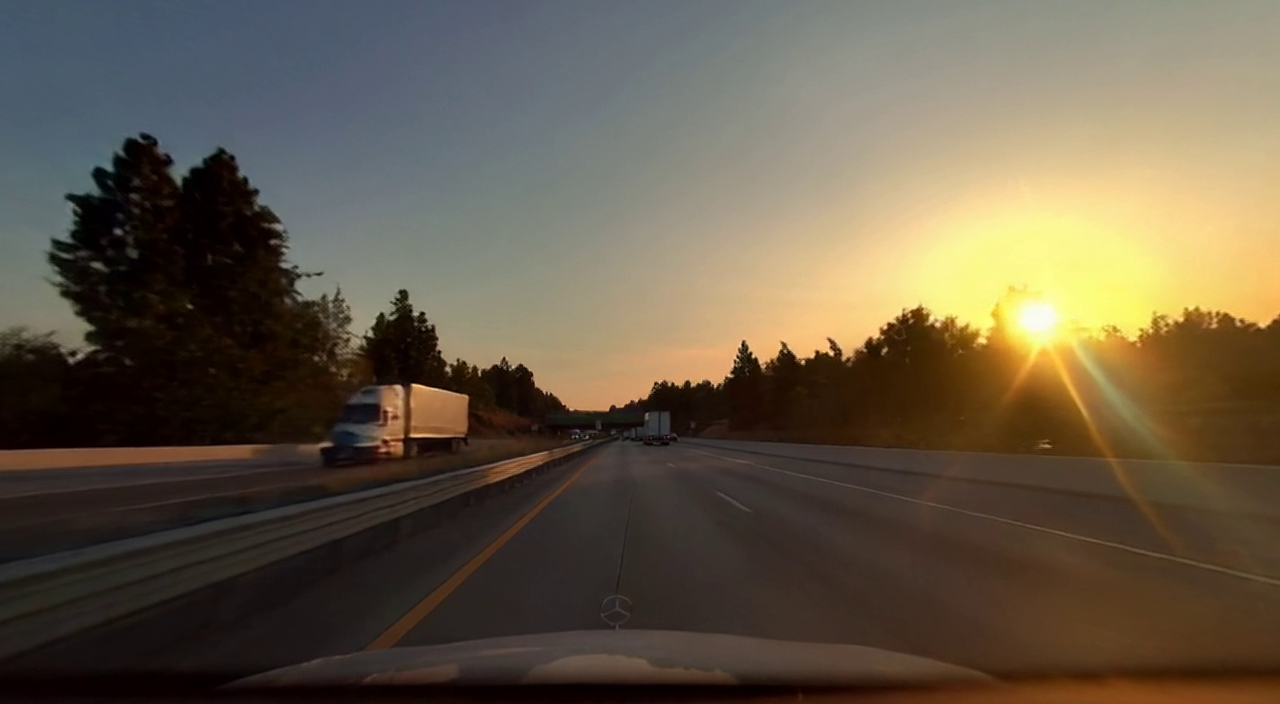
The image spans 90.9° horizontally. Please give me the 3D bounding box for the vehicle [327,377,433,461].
[{"bbox_3d":[-13.222,3.552,32.676,2.992,3.967,5.823,0,-8,-1],"label":"vehicle"}]
